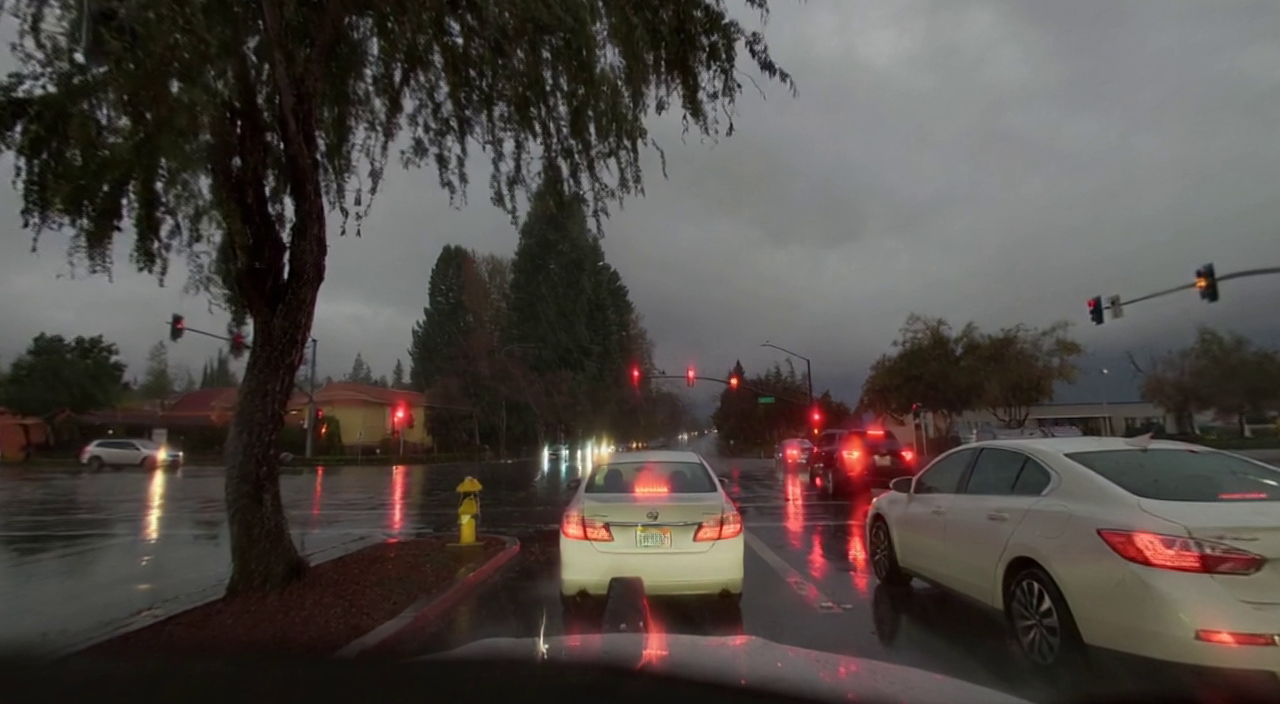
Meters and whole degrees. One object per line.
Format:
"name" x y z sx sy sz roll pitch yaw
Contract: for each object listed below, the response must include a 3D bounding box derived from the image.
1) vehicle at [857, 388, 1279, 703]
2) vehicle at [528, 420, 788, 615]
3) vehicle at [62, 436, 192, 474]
"vehicle" 3.168 1.122 3.897 1.931 1.493 4.555 0 -8 -1
"vehicle" 0.100 1.565 6.877 2.017 1.485 3.813 0 -8 -1
"vehicle" -24.287 4.869 29.982 4.450 1.684 1.894 0 -8 0
